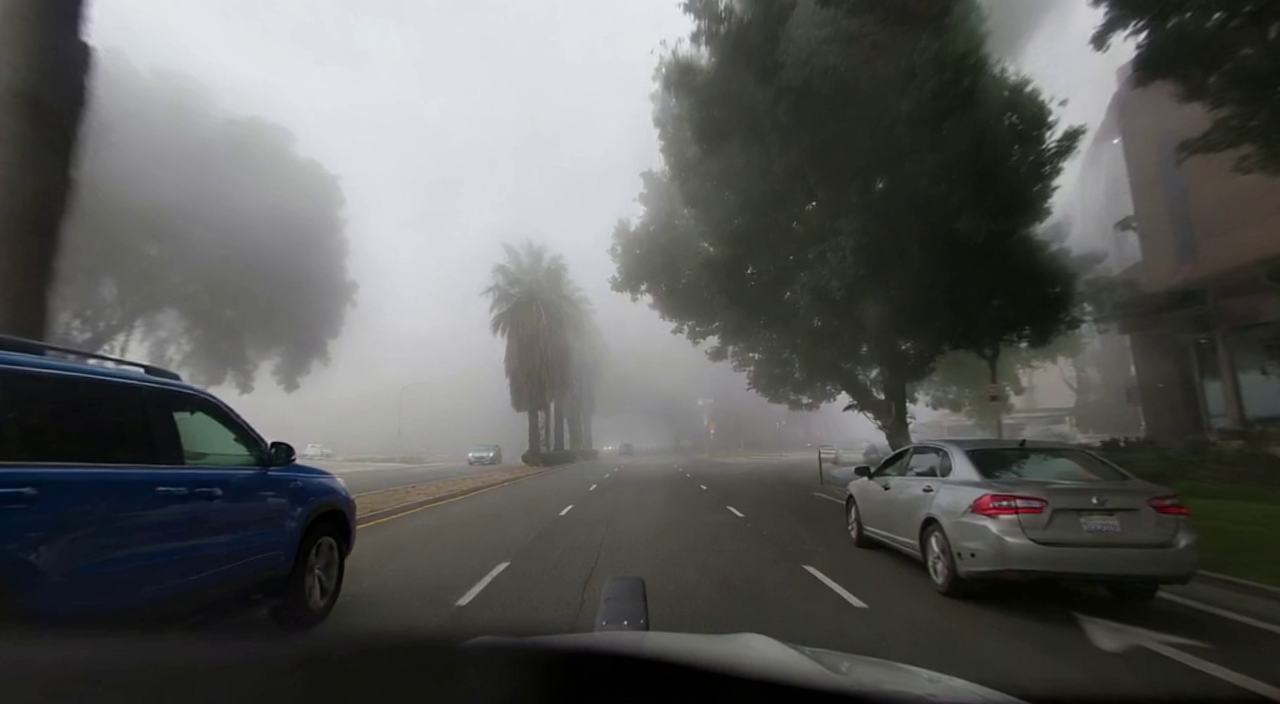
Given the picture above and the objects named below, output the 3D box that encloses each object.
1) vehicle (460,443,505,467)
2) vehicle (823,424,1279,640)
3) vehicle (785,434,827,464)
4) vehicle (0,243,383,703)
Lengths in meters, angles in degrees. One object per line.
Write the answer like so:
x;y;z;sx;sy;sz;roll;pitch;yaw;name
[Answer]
-10.072;6.624;40.651;1.847;1.481;3.819;0;-9;1;vehicle
3.580;1.581;6.661;1.978;1.455;4.582;0;-9;1;vehicle
10.932;6.325;41.212;2.180;1.808;4.462;-3;-9;20;vehicle
-3.337;0.758;3.139;2.152;1.987;4.527;0;-9;0;vehicle
